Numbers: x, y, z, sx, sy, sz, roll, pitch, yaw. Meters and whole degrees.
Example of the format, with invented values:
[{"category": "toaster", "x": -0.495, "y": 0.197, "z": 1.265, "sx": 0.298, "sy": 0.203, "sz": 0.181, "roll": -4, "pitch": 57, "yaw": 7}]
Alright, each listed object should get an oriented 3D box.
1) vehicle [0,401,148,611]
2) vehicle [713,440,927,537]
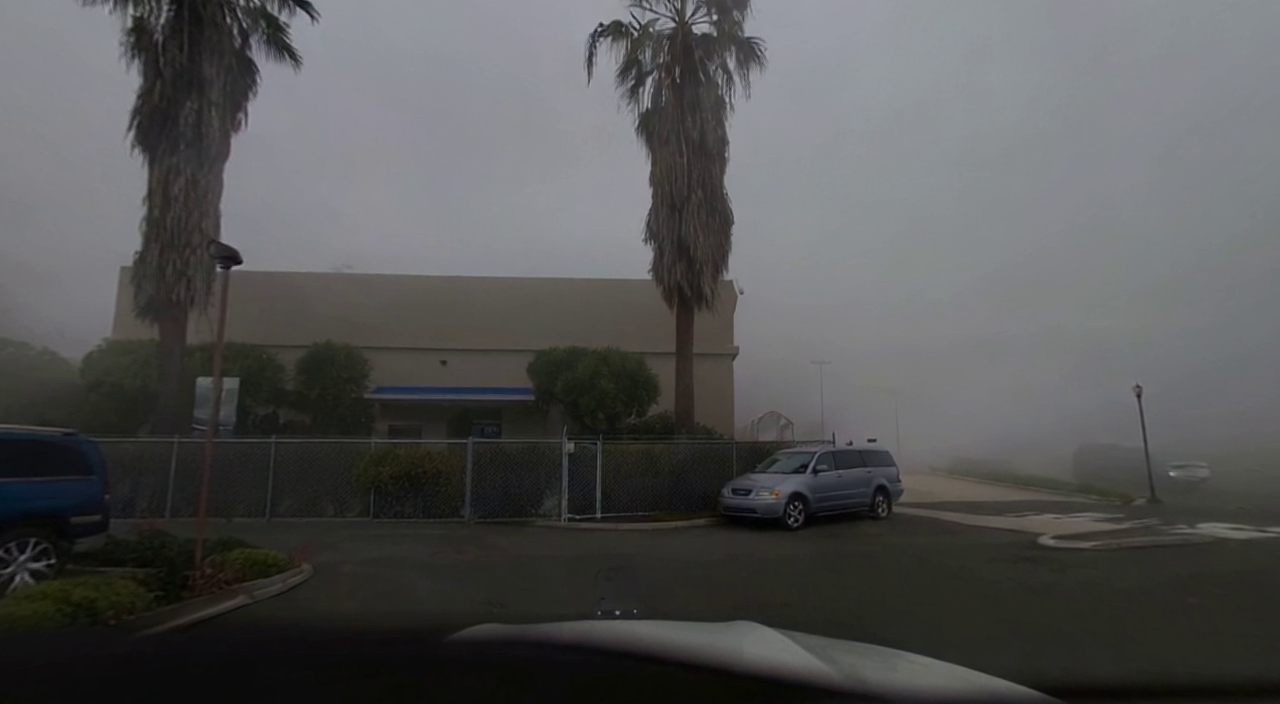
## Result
[{"category": "vehicle", "x": -6.793, "y": 1.298, "z": 5.124, "sx": 1.943, "sy": 1.890, "sz": 4.472, "roll": 0, "pitch": -10, "yaw": 0}, {"category": "vehicle", "x": 4.008, "y": 2.865, "z": 13.978, "sx": 4.365, "sy": 1.791, "sz": 2.073, "roll": 5, "pitch": -9, "yaw": -30}]
